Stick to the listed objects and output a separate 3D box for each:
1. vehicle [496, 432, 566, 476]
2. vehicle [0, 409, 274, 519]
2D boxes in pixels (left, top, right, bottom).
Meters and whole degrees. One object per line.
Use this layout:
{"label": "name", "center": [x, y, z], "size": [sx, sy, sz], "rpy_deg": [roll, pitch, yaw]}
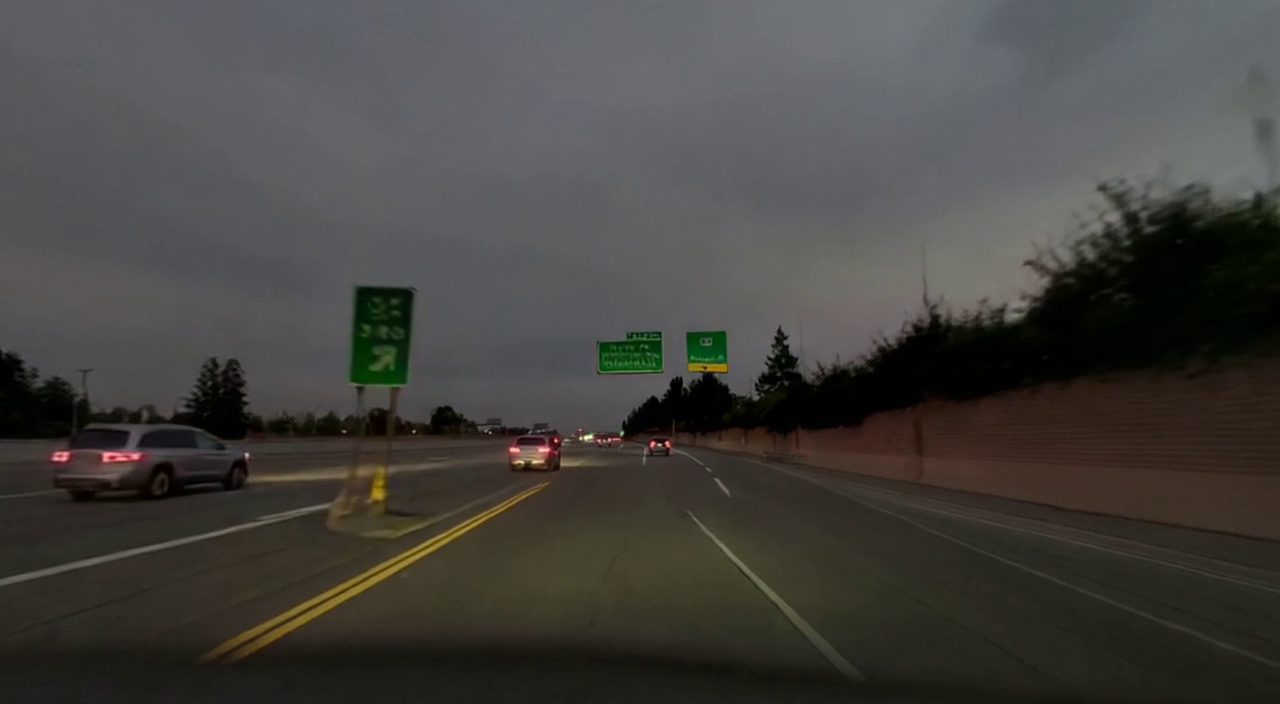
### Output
{"label": "vehicle", "center": [-4.549, 4.361, 27.107], "size": [2.151, 1.707, 4.759], "rpy_deg": [0, -8, 0]}
{"label": "vehicle", "center": [-9.294, 2.025, 11.814], "size": [2.025, 1.618, 4.683], "rpy_deg": [0, -8, 0]}
